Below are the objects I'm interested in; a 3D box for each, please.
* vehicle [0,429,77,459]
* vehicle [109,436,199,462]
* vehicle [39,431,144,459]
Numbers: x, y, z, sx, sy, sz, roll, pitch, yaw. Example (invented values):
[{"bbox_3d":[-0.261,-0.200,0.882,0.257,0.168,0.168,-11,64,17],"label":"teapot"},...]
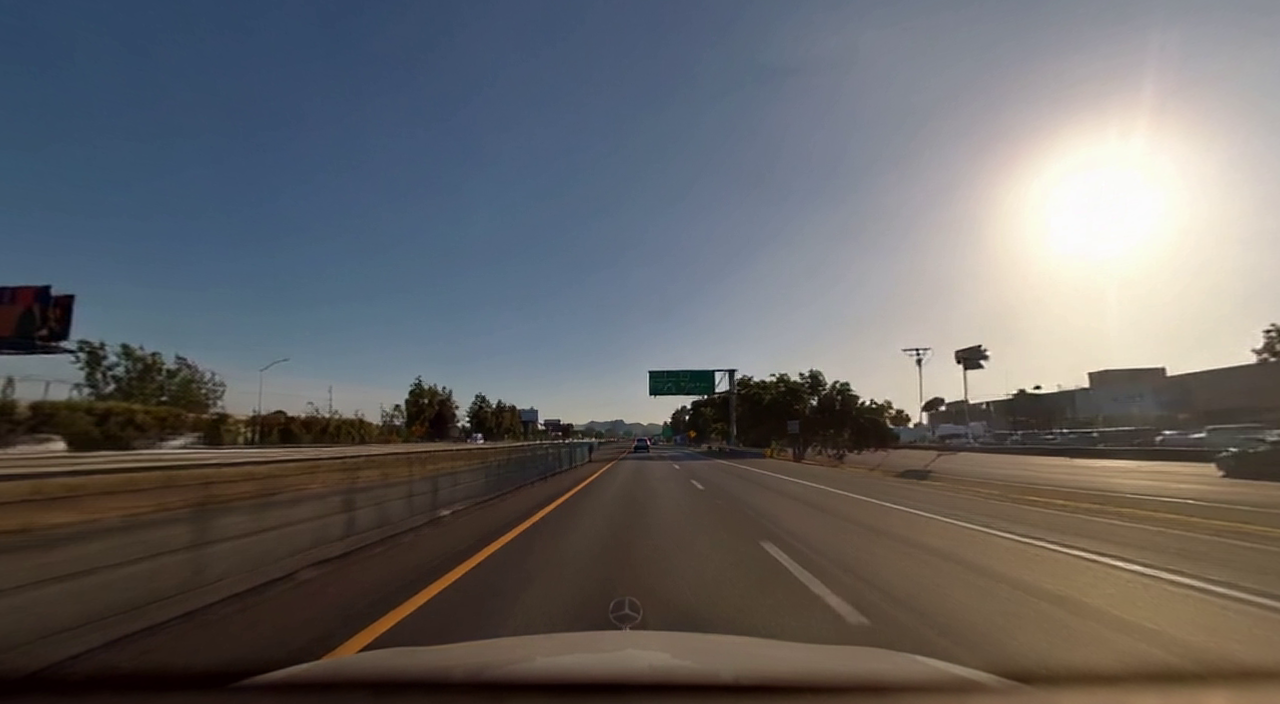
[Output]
[{"bbox_3d":[-32.643,4.812,32.856,1.906,1.501,5.170,0,-8,-1],"label":"vehicle"},{"bbox_3d":[-32.498,6.488,42.428,1.956,1.618,5.165,0,-8,0],"label":"vehicle"},{"bbox_3d":[-32.577,5.539,37.684,1.970,1.540,5.053,0,-8,-4],"label":"vehicle"}]
